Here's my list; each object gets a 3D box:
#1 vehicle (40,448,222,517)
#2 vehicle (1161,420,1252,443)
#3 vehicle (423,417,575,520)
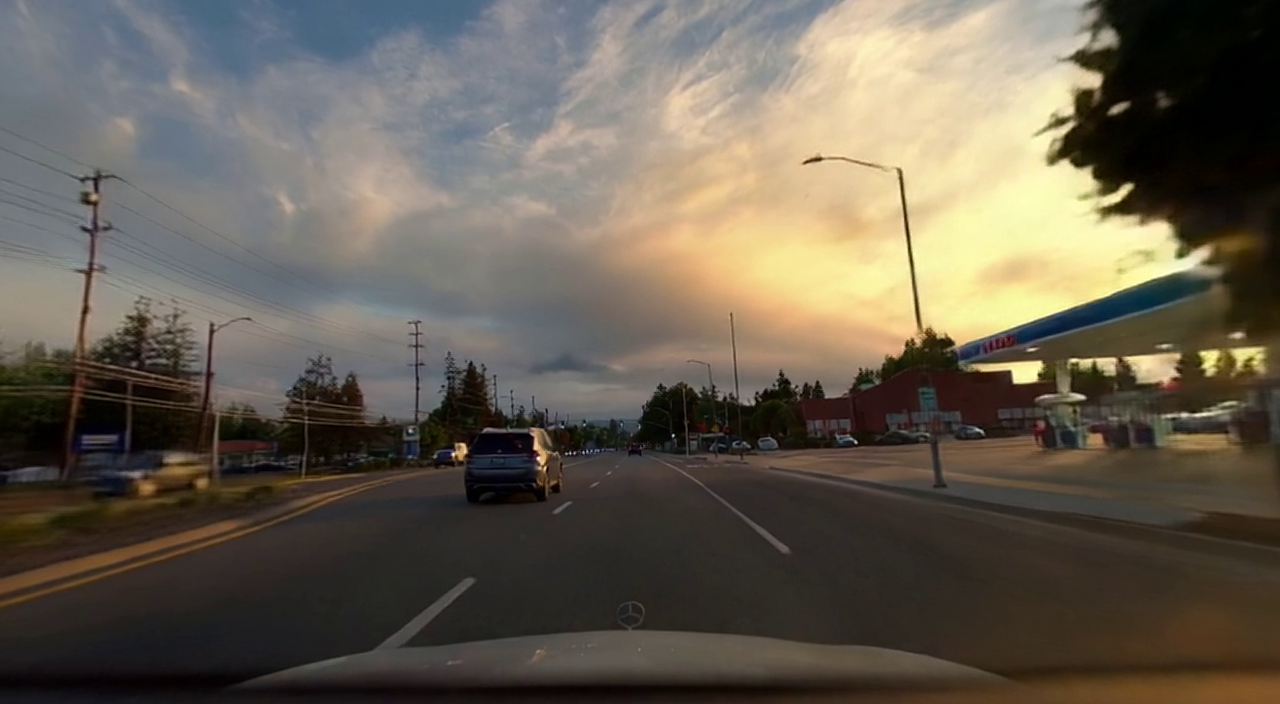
[{"bbox_3d":[-16.795,4.258,21.239,2.116,1.846,4.952,-3,-8,-1],"label":"vehicle"},{"bbox_3d":[38.843,5.544,43.364,1.888,1.457,4.813,-1,-8,2],"label":"vehicle"},{"bbox_3d":[-2.800,2.452,13.862,2.190,1.844,4.751,0,-8,1],"label":"vehicle"}]
